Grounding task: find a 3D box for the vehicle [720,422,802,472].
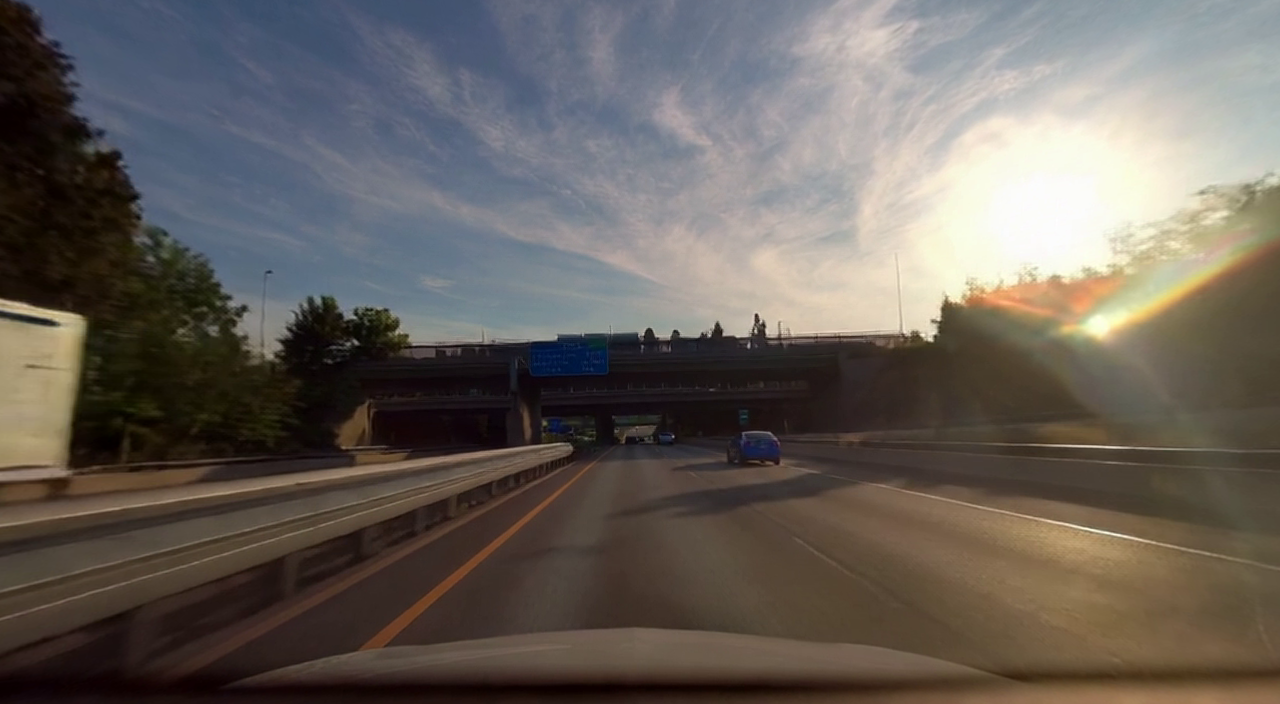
[{"bbox_3d":[4.310,3.473,23.165,2.073,1.651,4.065,0,-8,-2],"label":"vehicle"}]
